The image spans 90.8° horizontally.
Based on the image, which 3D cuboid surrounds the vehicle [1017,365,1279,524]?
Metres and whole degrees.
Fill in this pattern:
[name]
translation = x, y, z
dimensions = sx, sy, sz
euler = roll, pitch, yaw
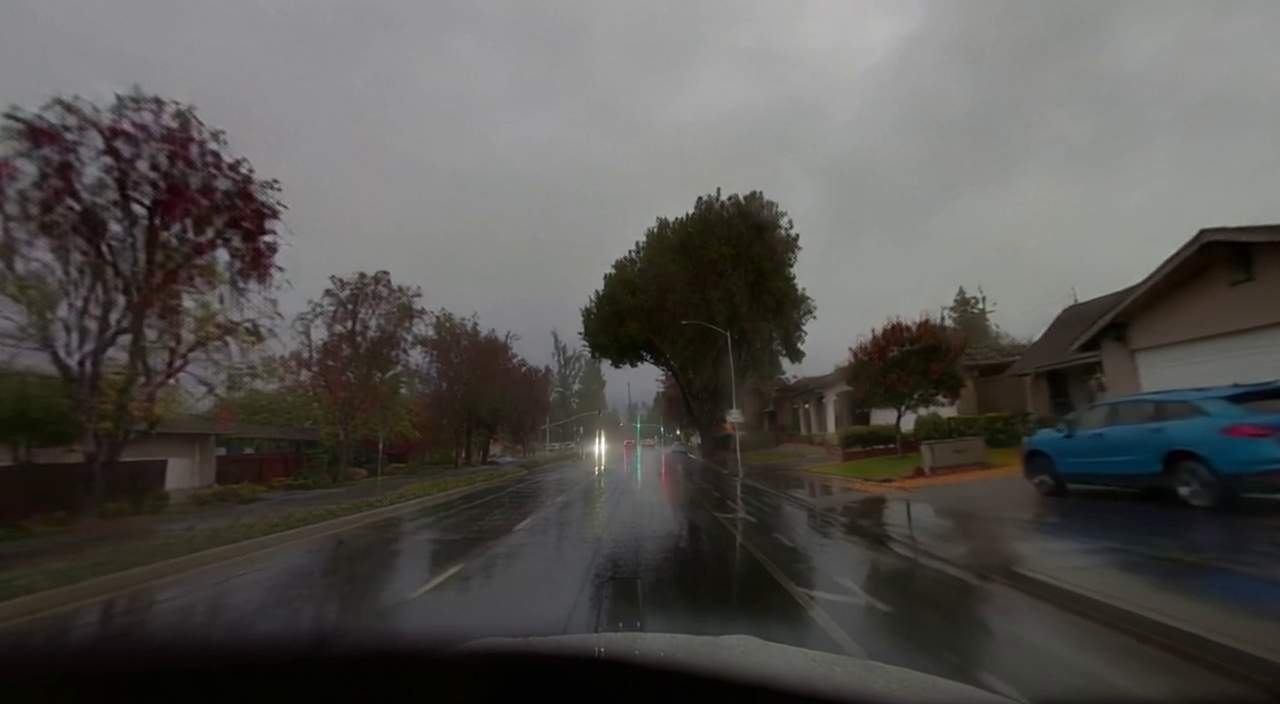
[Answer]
[vehicle]
translation = 8.308, 1.361, 9.573
dimensions = 2.051, 1.801, 4.785
euler = -6, -9, -1
